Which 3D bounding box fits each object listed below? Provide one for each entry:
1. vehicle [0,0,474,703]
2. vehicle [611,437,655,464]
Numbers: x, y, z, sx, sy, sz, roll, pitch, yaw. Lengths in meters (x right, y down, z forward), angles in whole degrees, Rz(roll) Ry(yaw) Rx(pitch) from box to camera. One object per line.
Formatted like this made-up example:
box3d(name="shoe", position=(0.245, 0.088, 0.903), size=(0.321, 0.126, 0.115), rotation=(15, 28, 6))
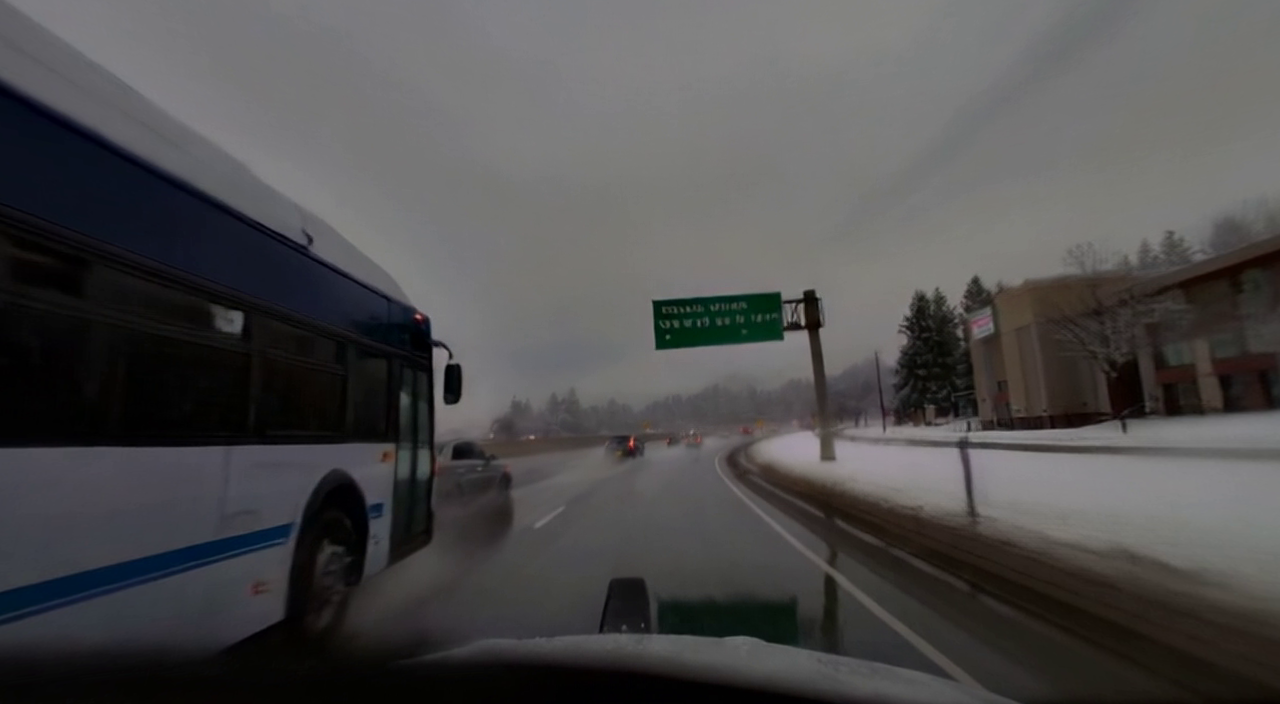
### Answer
box3d(name="vehicle", position=(-3.300, 0.153, 2.333), size=(2.888, 2.944, 8.373), rotation=(-1, -9, 2))
box3d(name="vehicle", position=(-0.329, 5.714, 36.655), size=(1.928, 1.455, 4.361), rotation=(-2, -9, 8))
